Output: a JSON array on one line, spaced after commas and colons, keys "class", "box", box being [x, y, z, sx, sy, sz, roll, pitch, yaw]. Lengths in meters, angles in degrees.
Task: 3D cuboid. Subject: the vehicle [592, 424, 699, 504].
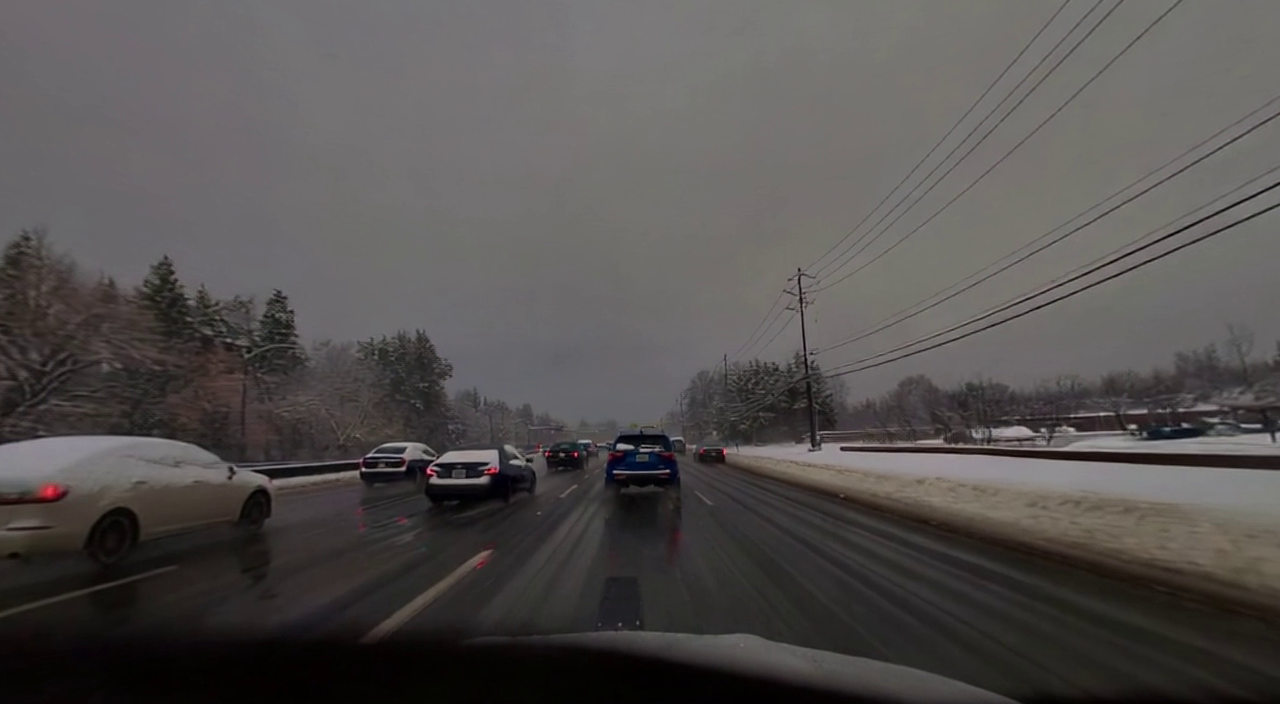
[{"class": "vehicle", "box": [0.105, 2.722, 15.697, 2.284, 1.699, 4.168, 0, -8, 0]}]

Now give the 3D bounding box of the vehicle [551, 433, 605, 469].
[{"class": "vehicle", "box": [-3.231, 5.287, 33.931, 2.353, 1.773, 4.286, 0, -8, 1]}]

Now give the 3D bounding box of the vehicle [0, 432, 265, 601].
[{"class": "vehicle", "box": [-6.543, 1.673, 7.134, 1.958, 1.447, 4.454, 0, -8, -1]}]

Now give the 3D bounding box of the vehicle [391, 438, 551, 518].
[{"class": "vehicle", "box": [-3.420, 2.648, 13.893, 2.203, 1.425, 4.610, 0, -8, 1]}]

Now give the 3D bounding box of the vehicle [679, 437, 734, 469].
[{"class": "vehicle", "box": [3.225, 5.038, 31.639, 2.197, 1.464, 4.356, 0, -8, -1]}]
